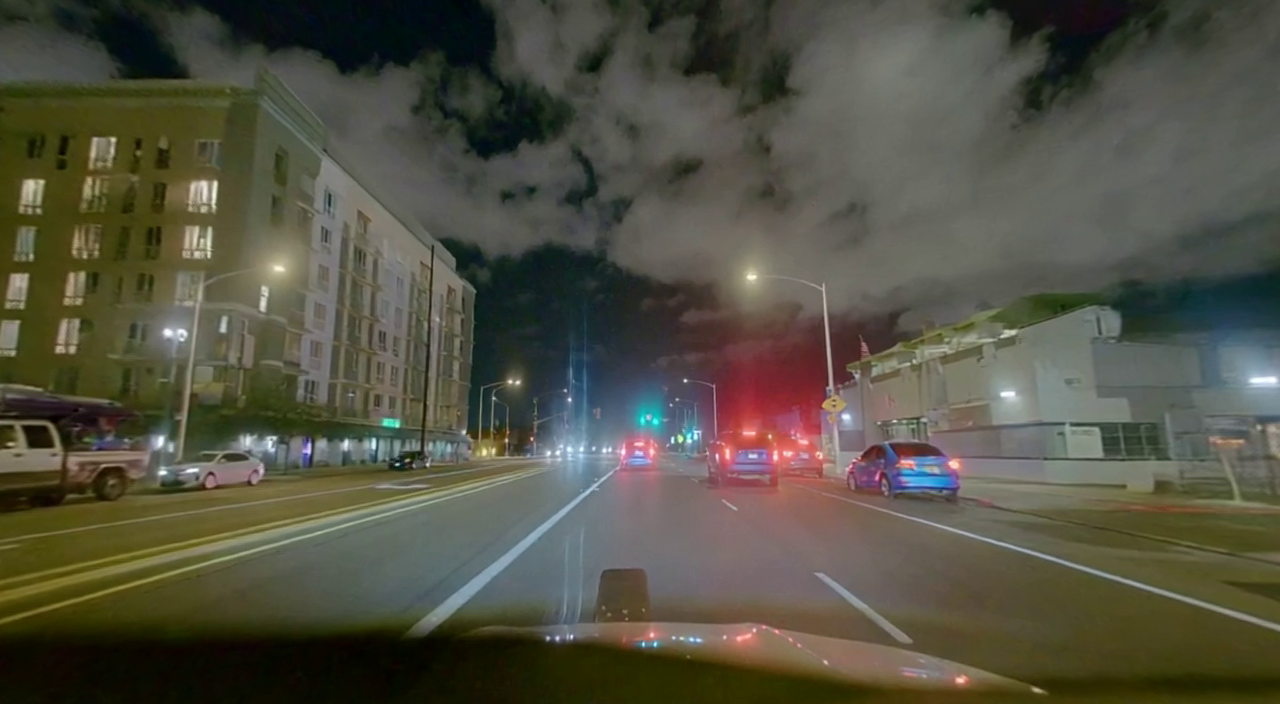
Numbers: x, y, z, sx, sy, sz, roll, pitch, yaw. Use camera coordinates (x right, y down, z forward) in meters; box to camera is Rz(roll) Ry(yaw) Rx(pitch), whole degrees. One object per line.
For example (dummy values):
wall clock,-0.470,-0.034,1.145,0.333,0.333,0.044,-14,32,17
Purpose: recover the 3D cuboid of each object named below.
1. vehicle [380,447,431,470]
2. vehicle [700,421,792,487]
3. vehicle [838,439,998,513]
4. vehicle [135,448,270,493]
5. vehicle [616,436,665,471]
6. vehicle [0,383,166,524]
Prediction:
vehicle,-17.267,7.812,46.639,1.924,1.558,4.620,-1,-8,1
vehicle,3.377,3.380,21.142,2.159,1.938,4.836,0,-8,-1
vehicle,6.824,3.067,16.156,2.107,1.589,4.477,1,-8,1
vehicle,-17.370,4.686,25.412,1.946,1.471,4.912,-1,-8,0
vehicle,0.048,4.918,30.665,2.245,1.587,4.094,0,-8,1
vehicle,-17.314,2.748,17.157,2.826,3.464,7.453,-1,-8,1
